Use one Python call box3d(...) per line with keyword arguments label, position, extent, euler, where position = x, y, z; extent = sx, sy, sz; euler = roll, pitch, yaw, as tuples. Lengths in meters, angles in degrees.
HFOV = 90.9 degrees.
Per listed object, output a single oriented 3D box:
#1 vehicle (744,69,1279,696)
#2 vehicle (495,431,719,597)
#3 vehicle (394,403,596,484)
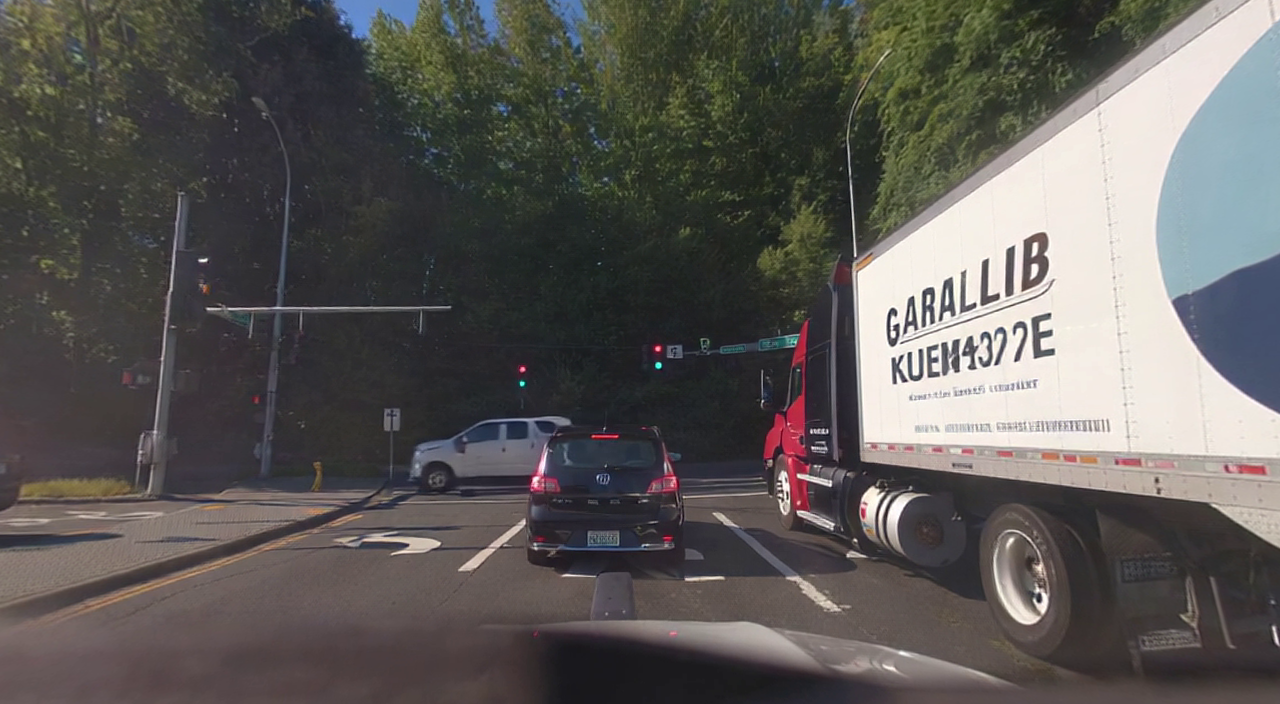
box3d(label="vehicle", position=(3.580, 0.792, 8.586), extent=(2.884, 3.753, 9.763), euler=(0, -9, 1))
box3d(label="vehicle", position=(-0.327, 1.714, 7.424), extent=(1.975, 1.457, 3.526), euler=(0, -9, -1))
box3d(label="vehicle", position=(-6.815, 4.467, 30.767), extent=(9.076, 3.642, 2.916), euler=(1, -9, -9))
